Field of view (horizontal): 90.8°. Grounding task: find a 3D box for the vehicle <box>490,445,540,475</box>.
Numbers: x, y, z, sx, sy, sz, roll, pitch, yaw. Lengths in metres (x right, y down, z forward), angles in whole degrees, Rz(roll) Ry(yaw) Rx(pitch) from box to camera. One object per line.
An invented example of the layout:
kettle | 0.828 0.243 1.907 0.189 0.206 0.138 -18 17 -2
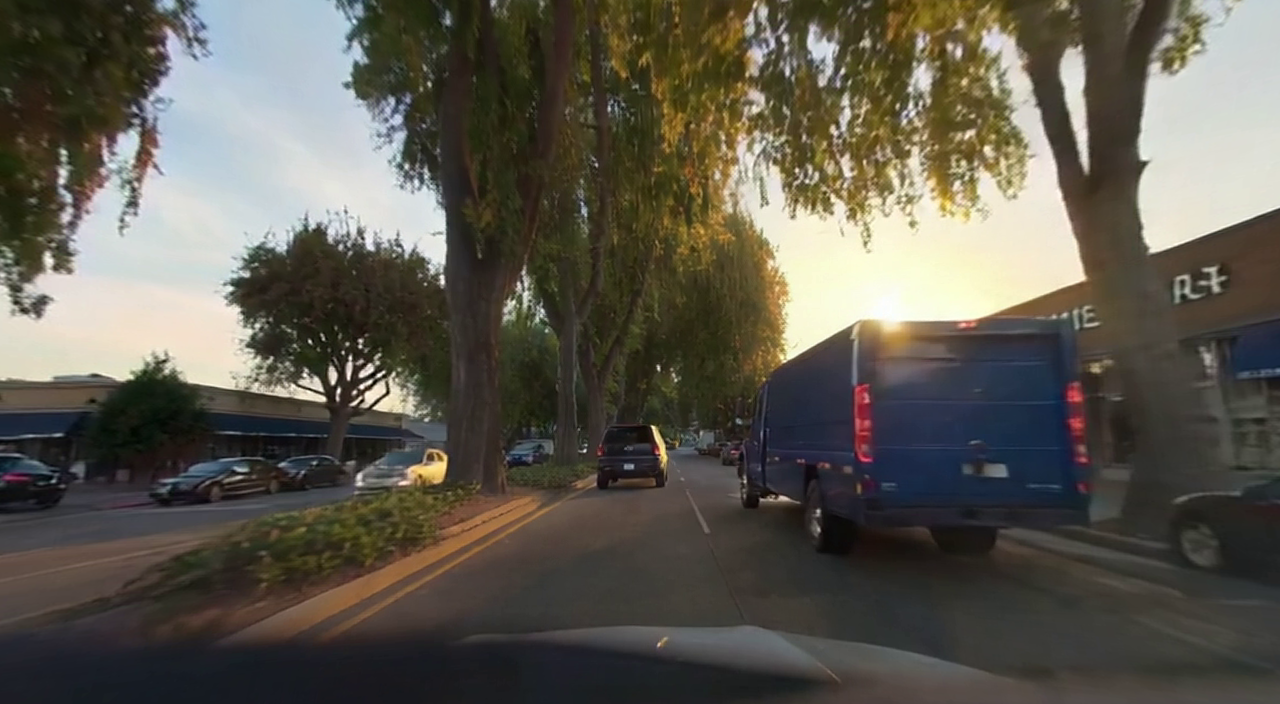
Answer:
vehicle | -7.353 6.386 37.652 1.937 1.641 4.575 0 -8 1

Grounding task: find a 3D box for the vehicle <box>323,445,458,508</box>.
vehicle | -6.913 3.461 18.126 2.056 1.534 4.645 0 -8 -1

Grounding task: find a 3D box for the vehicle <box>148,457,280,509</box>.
vehicle | -15.695 4.796 23.625 1.841 1.567 4.413 -3 -8 1

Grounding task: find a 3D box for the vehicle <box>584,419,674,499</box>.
vehicle | -0.153 3.100 18.685 2.293 2.036 4.853 -1 -8 3

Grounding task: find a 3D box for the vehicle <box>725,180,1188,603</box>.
vehicle | 3.895 1.253 12.699 3.007 4.206 12.913 0 -9 2

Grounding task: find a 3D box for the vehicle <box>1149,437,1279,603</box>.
vehicle | 6.850 1.461 5.219 1.929 1.522 4.158 -1 -8 3
